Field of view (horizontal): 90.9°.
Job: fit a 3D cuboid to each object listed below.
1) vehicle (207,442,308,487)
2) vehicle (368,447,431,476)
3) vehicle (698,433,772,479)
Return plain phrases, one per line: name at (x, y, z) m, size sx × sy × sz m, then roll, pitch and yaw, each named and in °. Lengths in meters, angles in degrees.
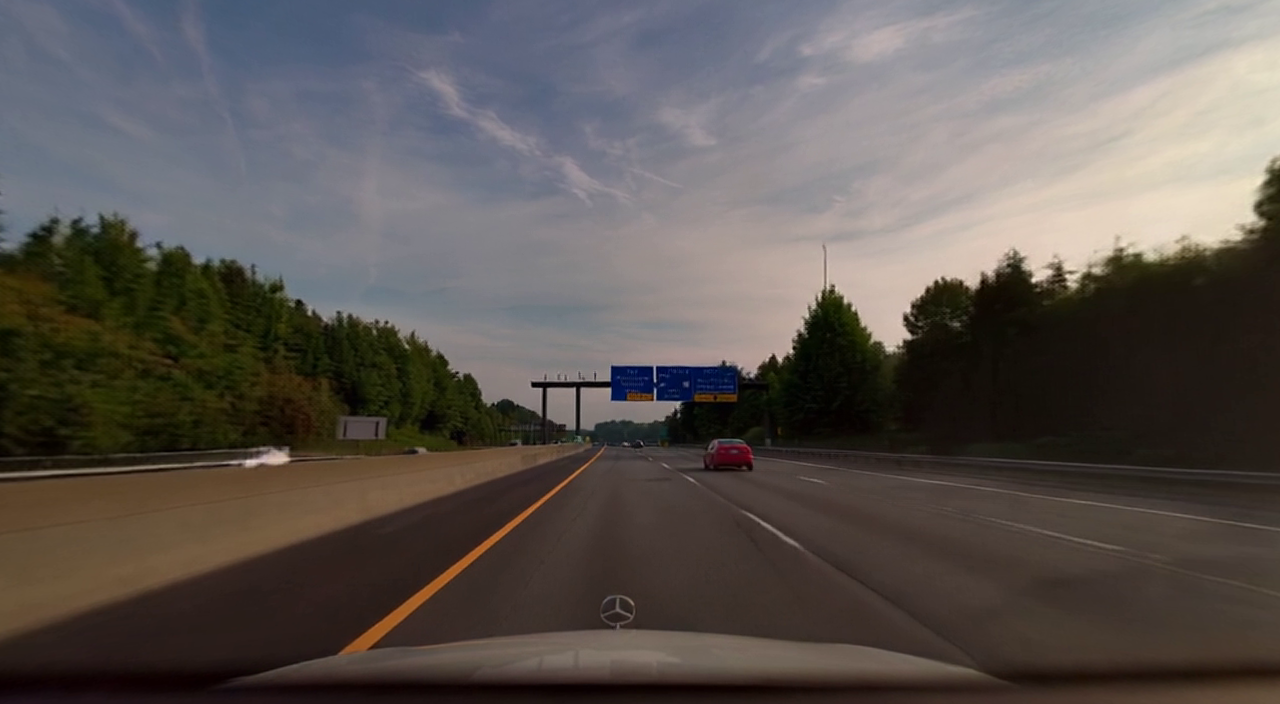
vehicle at (-16.989, 4.956, 28.264) m, size 1.910 × 1.796 × 4.280 m, roll 0°, pitch -8°, yaw -2°
vehicle at (-13.595, 6.196, 35.900) m, size 1.951 × 1.474 × 4.413 m, roll 0°, pitch -8°, yaw -2°
vehicle at (3.437, 3.835, 23.618) m, size 1.958 × 1.526 × 4.227 m, roll 0°, pitch -8°, yaw -3°
